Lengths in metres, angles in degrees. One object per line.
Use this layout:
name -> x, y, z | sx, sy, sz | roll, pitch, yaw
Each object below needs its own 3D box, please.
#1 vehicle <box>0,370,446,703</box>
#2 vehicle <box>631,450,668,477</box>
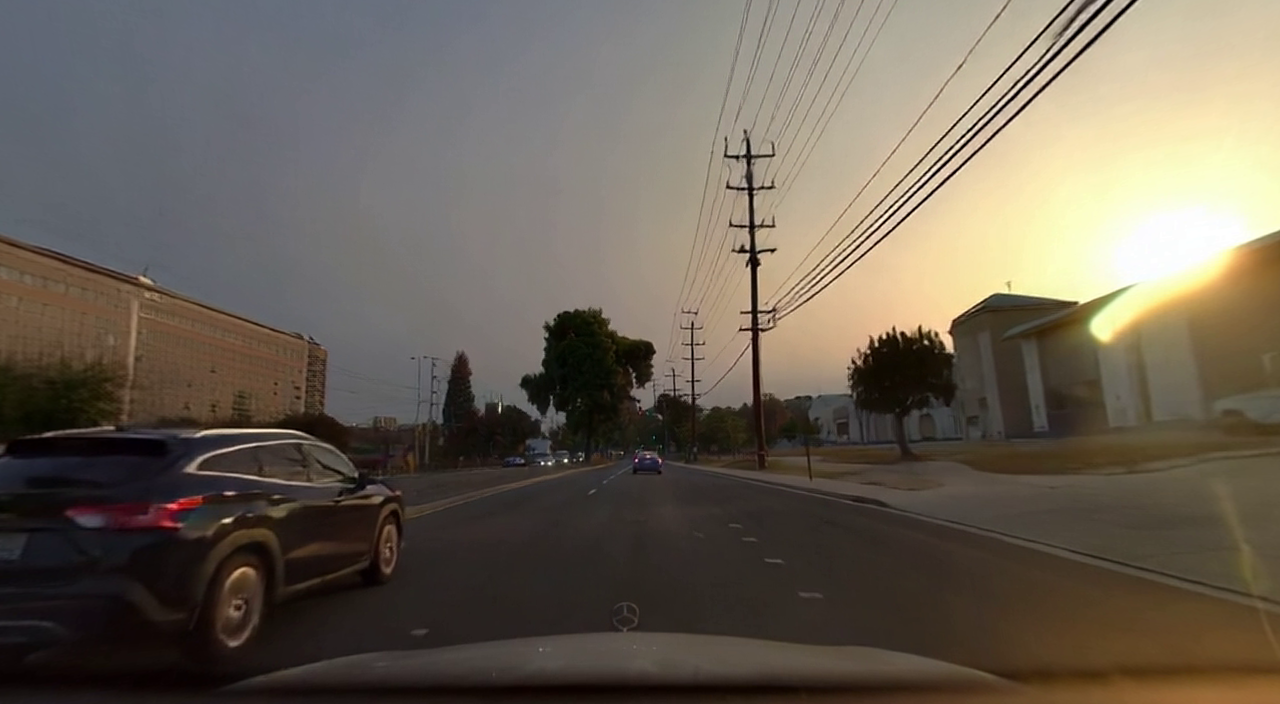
vehicle -> -3.404, 1.274, 5.041 | 2.169, 1.679, 4.723 | 0, -9, 0
vehicle -> 0.509, 6.741, 38.291 | 2.114, 1.492, 4.453 | 0, -9, -1
